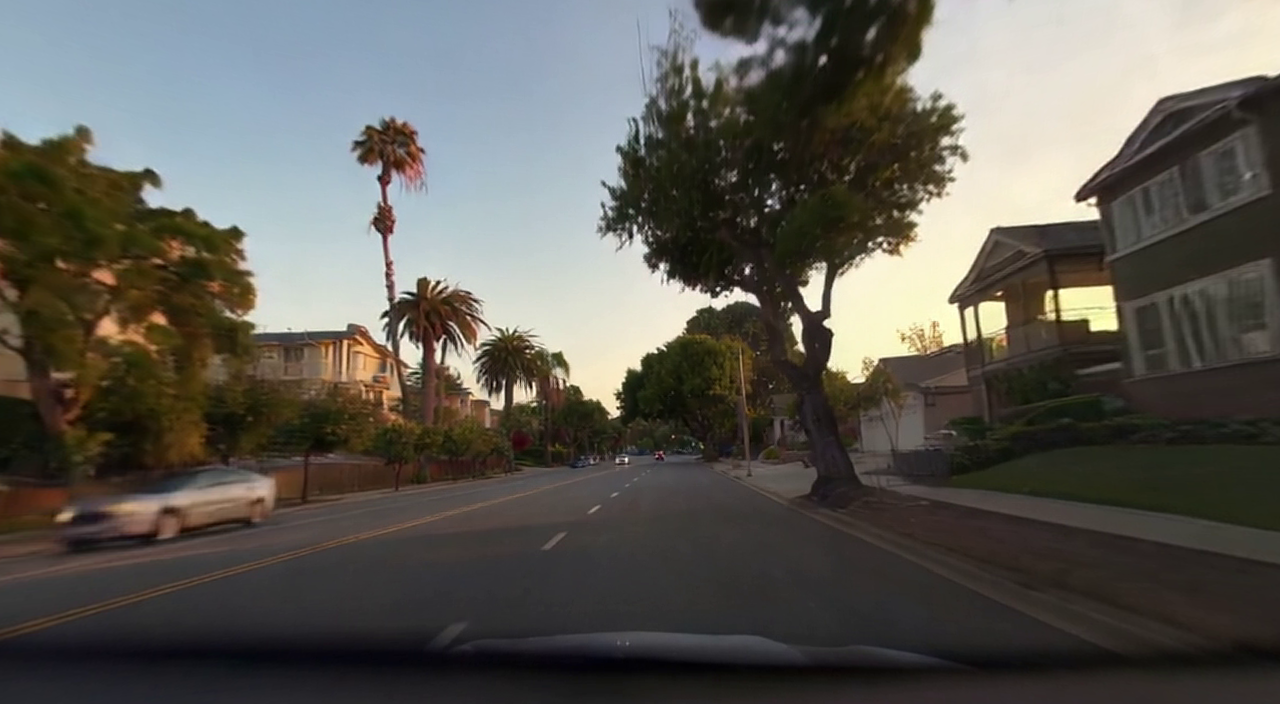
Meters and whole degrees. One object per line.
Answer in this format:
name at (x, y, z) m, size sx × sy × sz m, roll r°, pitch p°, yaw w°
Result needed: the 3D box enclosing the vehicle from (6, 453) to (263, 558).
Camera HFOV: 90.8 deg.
vehicle at (-10.819, 3.241, 14.112) m, size 2.001 × 1.725 × 4.504 m, roll -5°, pitch -9°, yaw 1°
